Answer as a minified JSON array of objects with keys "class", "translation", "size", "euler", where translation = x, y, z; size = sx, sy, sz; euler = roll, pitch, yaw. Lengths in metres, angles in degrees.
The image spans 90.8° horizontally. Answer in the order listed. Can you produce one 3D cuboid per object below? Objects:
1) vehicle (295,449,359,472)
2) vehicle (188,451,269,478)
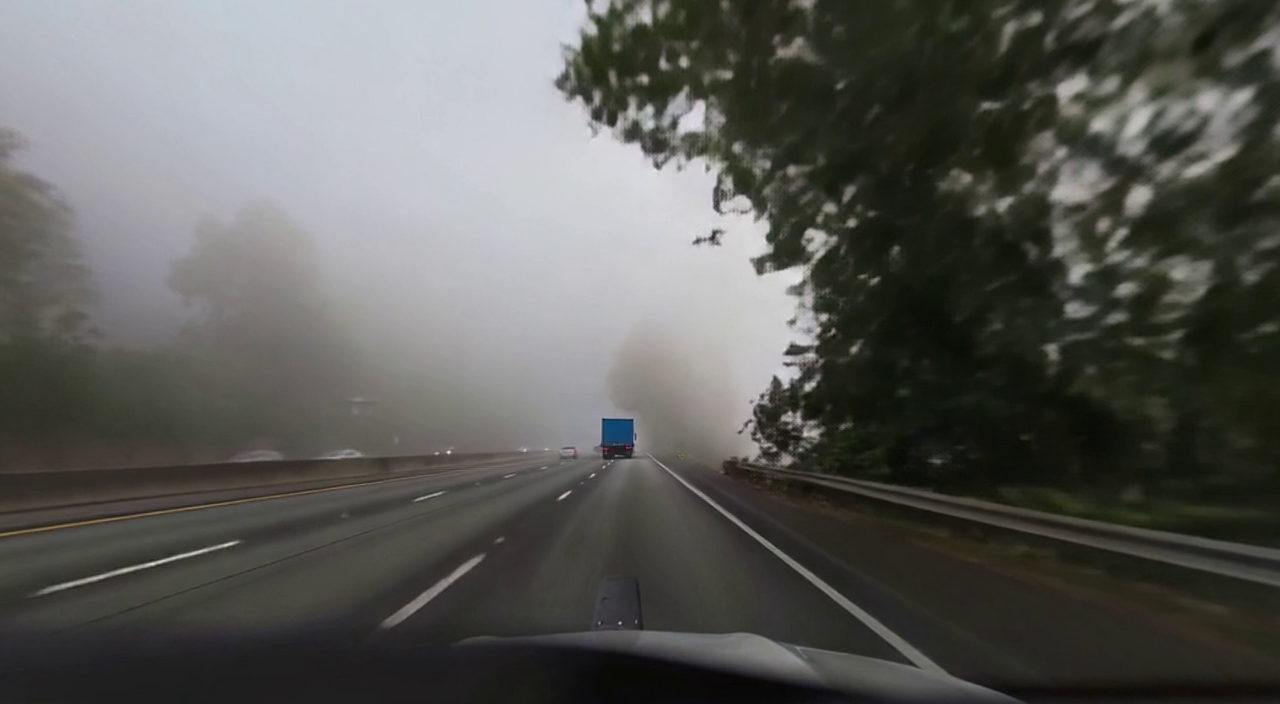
[{"class":"vehicle","translation":[-21.308,7.400,43.301],"size":[1.992,1.492,4.727],"euler":[0,-8,0]},{"class":"vehicle","translation":[-25.104,6.856,38.756],"size":[1.833,1.477,4.743],"euler":[0,-8,-1]}]
